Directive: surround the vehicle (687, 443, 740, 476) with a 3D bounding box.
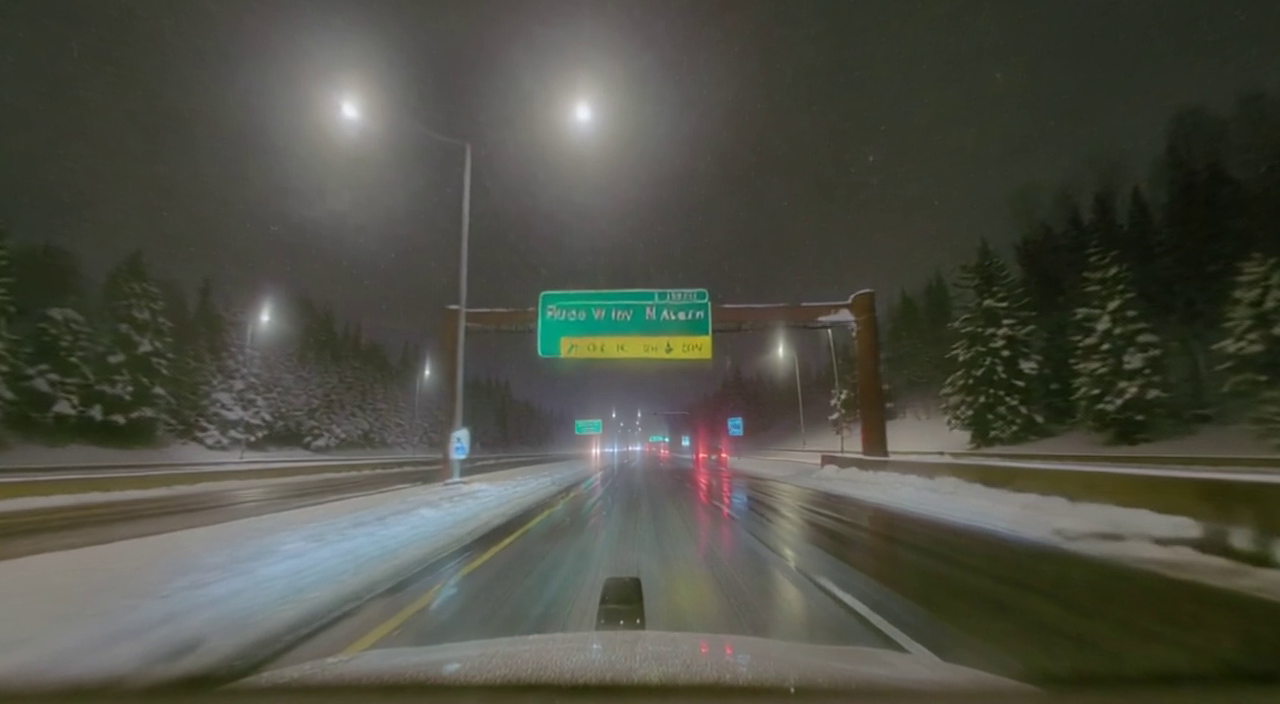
[{"bbox_3d":[3.585,5.360,31.550,2.033,1.501,4.398,0,-9,-1],"label":"vehicle"}]
